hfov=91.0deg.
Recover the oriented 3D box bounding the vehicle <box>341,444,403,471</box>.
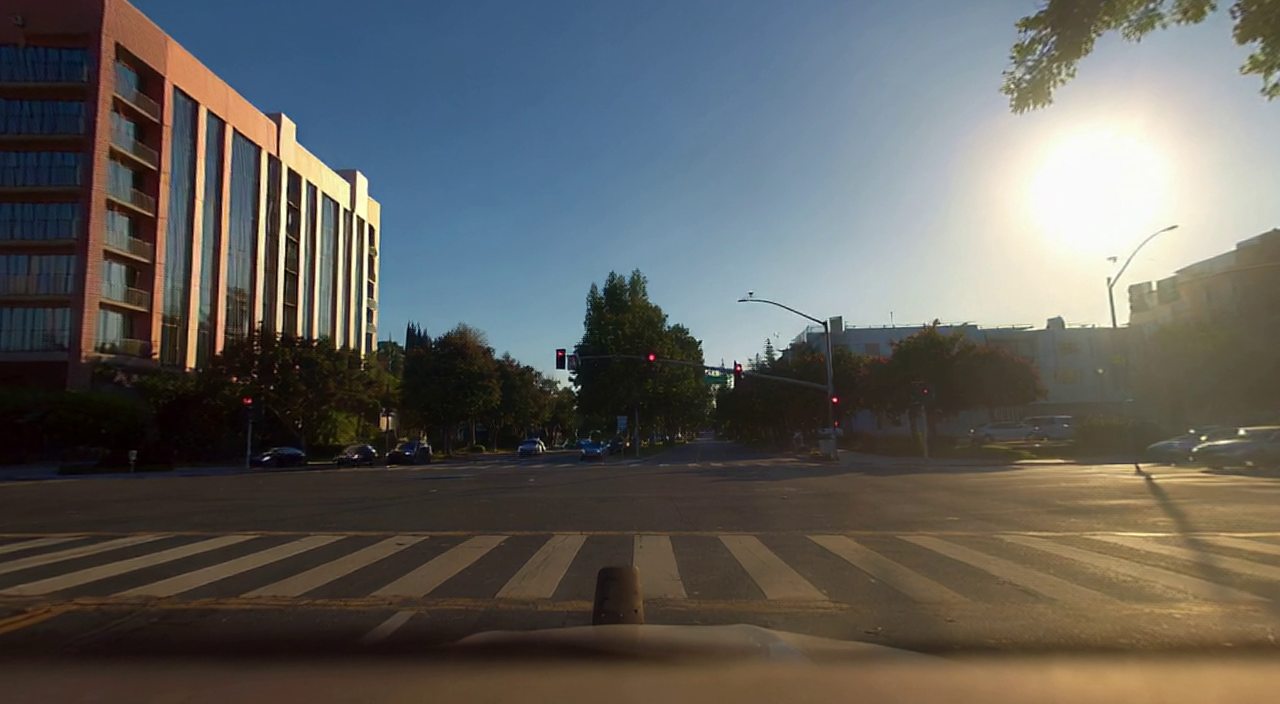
[{"bbox_3d":[-18.611,7.342,43.980,2.237,1.801,4.541,0,-9,1],"label":"vehicle"}]

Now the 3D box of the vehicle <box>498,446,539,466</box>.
[{"bbox_3d":[-8.161,7.008,42.591,1.910,1.321,3.692,0,-9,1],"label":"vehicle"}]

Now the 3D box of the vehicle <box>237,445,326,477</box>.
[{"bbox_3d":[-22.501,6.820,39.780,2.032,1.839,4.884,-2,-9,13],"label":"vehicle"}]

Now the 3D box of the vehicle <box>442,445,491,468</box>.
[{"bbox_3d":[-11.688,7.074,42.684,1.911,1.476,4.297,-1,-9,2],"label":"vehicle"}]

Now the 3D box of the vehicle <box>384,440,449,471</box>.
[{"bbox_3d":[-15.195,7.036,43.137,2.340,1.946,5.450,0,-9,1],"label":"vehicle"}]

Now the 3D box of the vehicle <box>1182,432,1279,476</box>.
[{"bbox_3d":[22.286,3.588,22.258,4.474,1.477,1.908,0,-9,-3],"label":"vehicle"}]

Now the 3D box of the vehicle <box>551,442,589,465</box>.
[{"bbox_3d":[-4.580,6.711,41.667,1.954,1.431,4.050,0,-9,2],"label":"vehicle"}]
